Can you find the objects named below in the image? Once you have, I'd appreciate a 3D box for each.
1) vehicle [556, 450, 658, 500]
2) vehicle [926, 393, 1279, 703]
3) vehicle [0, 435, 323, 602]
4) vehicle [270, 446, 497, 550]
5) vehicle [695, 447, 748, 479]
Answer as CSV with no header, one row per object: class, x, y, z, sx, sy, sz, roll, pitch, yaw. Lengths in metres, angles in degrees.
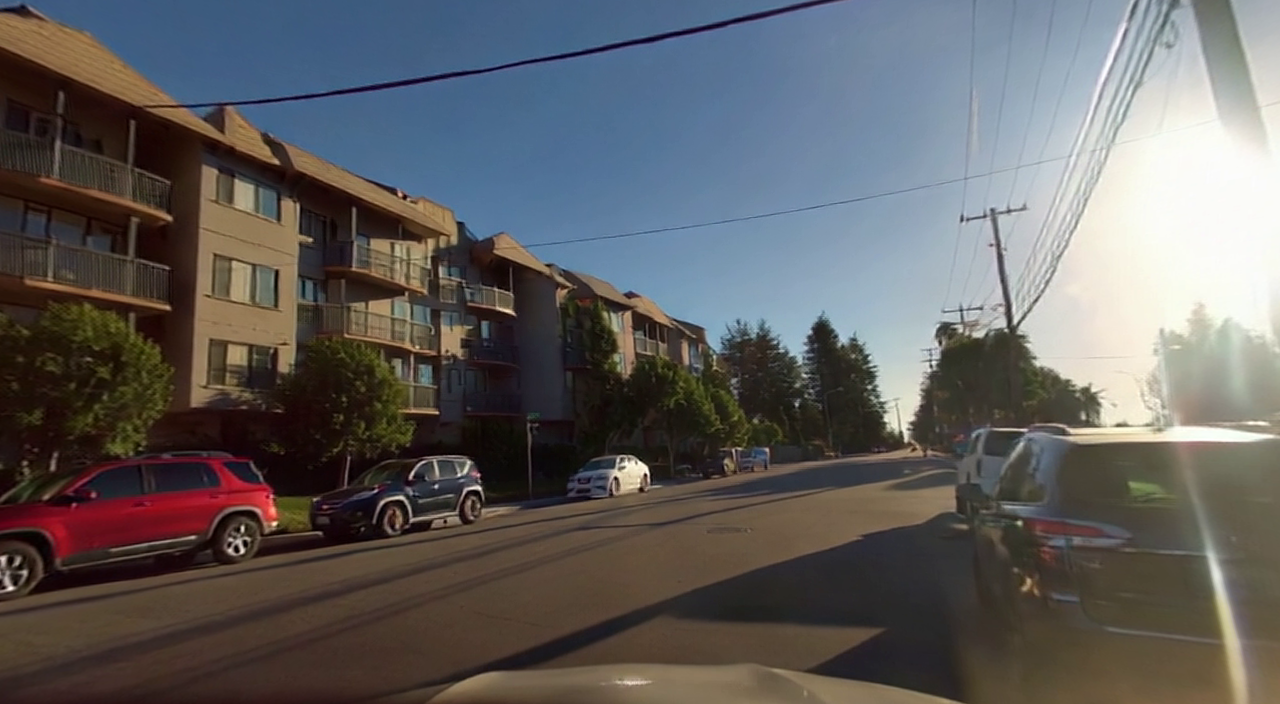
vehicle,-1.180,4.835,24.923,2.017,1.582,4.664,-11,-14,22
vehicle,3.151,1.225,4.356,2.030,1.535,4.683,-4,-9,23
vehicle,-7.481,2.331,9.214,1.973,1.848,5.100,-11,-12,19
vehicle,-5.403,3.129,14.054,2.068,1.745,4.579,-10,-12,19
vehicle,5.105,6.763,38.931,2.011,1.801,4.676,-4,-9,23
